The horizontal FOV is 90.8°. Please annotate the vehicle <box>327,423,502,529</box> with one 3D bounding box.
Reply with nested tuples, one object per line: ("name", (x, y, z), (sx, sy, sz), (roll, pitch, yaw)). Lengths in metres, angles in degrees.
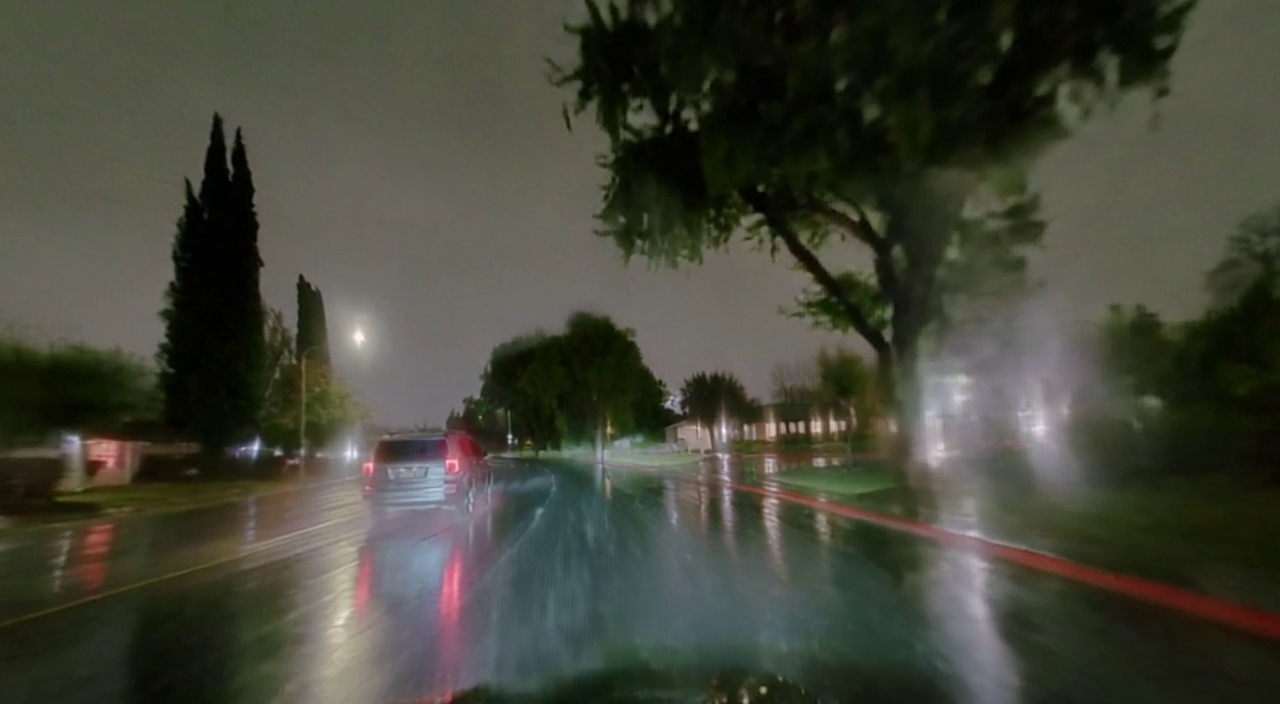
("vehicle", (-4.311, 2.428, 12.979), (2.175, 1.772, 4.442), (0, -8, -4))
